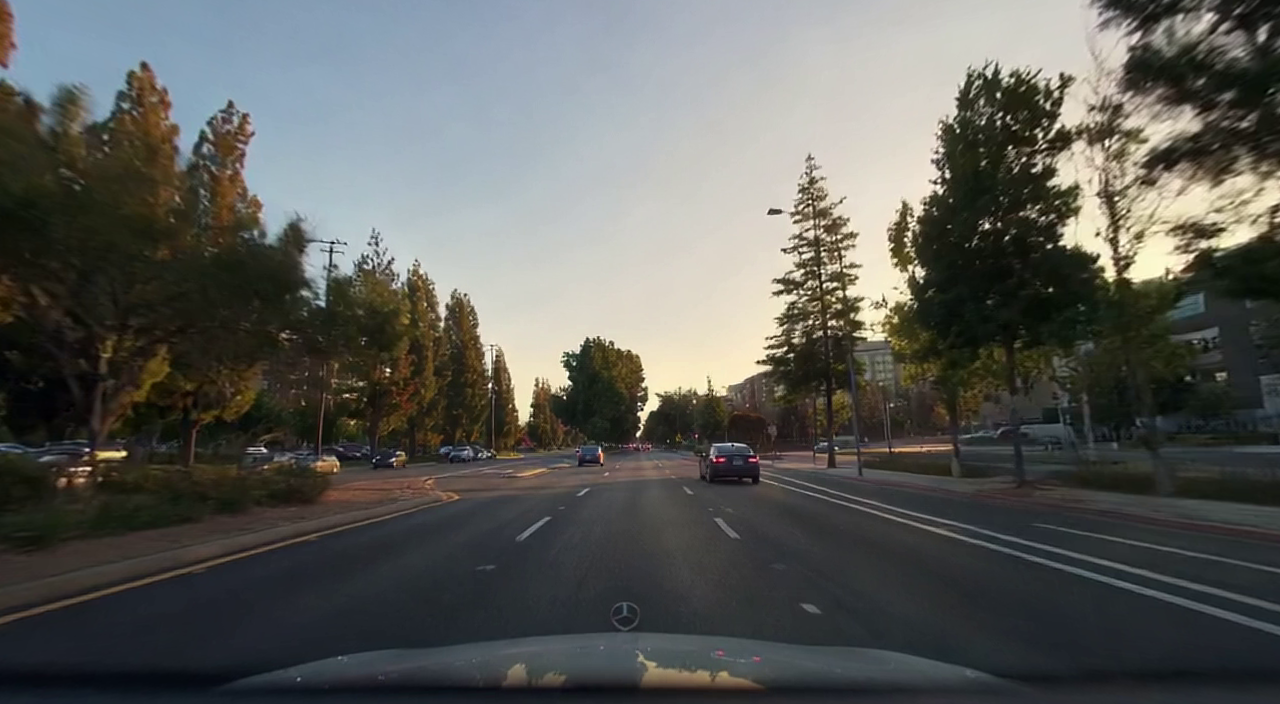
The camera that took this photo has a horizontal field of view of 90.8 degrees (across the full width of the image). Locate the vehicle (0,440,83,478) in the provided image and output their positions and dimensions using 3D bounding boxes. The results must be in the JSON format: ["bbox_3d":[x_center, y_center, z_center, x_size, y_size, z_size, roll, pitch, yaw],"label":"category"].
[{"bbox_3d":[-30.618,5.262,31.112,4.321,1.783,2.075,0,-9,1],"label":"vehicle"}]

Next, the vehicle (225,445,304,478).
[{"bbox_3d":[-22.439,6.543,38.003,1.995,1.801,4.711,0,-9,-2],"label":"vehicle"}]

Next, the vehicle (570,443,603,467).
[{"bbox_3d":[-3.656,7.165,44.082,1.935,1.617,4.045,0,-9,0],"label":"vehicle"}]

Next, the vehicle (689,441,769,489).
[{"bbox_3d":[2.947,3.852,21.850,1.966,1.449,4.290,0,-9,-2],"label":"vehicle"}]
